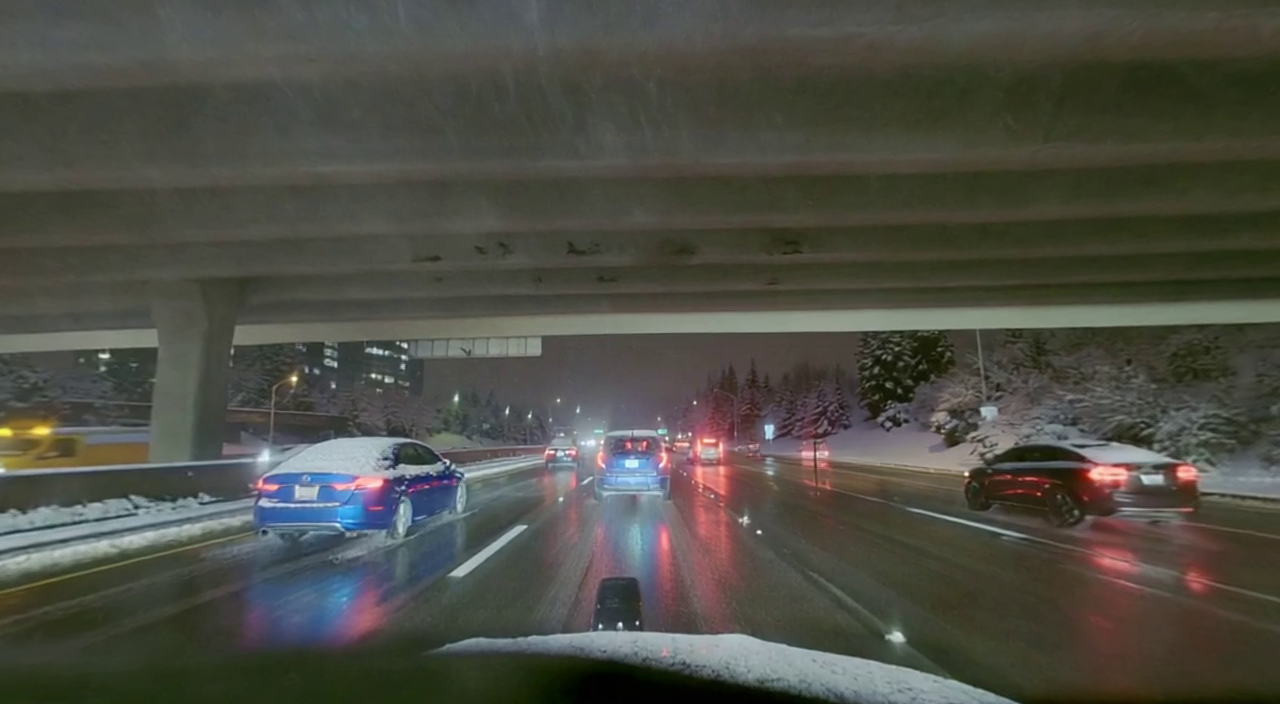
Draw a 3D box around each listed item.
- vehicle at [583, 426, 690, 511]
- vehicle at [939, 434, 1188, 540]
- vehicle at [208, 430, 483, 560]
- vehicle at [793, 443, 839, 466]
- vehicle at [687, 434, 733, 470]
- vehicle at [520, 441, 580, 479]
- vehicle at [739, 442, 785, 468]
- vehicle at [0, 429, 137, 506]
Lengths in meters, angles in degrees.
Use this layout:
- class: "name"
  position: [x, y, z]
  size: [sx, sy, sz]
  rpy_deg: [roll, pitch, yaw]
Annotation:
- class: "vehicle"
  position: [-0.048, 2.684, 14.929]
  size: [2.181, 1.697, 4.021]
  rpy_deg: [0, -9, 0]
- class: "vehicle"
  position: [7.144, 2.273, 11.180]
  size: [1.880, 1.526, 3.641]
  rpy_deg: [0, -9, 1]
- class: "vehicle"
  position: [-3.998, 2.007, 9.599]
  size: [1.974, 1.478, 4.412]
  rpy_deg: [0, -9, 1]
- class: "vehicle"
  position: [11.796, 6.880, 42.498]
  size: [1.868, 1.468, 4.168]
  rpy_deg: [0, -9, 0]
- class: "vehicle"
  position: [3.819, 5.568, 35.179]
  size: [2.069, 1.876, 4.447]
  rpy_deg: [0, -9, 0]
- class: "vehicle"
  position: [-3.883, 4.732, 27.931]
  size: [1.947, 1.516, 4.295]
  rpy_deg: [0, -9, 1]
- class: "vehicle"
  position: [7.646, 6.495, 39.874]
  size: [1.963, 1.482, 4.436]
  rpy_deg: [0, -9, 0]
- class: "vehicle"
  position: [-18.206, 3.315, 18.388]
  size: [2.230, 2.019, 5.743]
  rpy_deg: [0, -9, 0]
